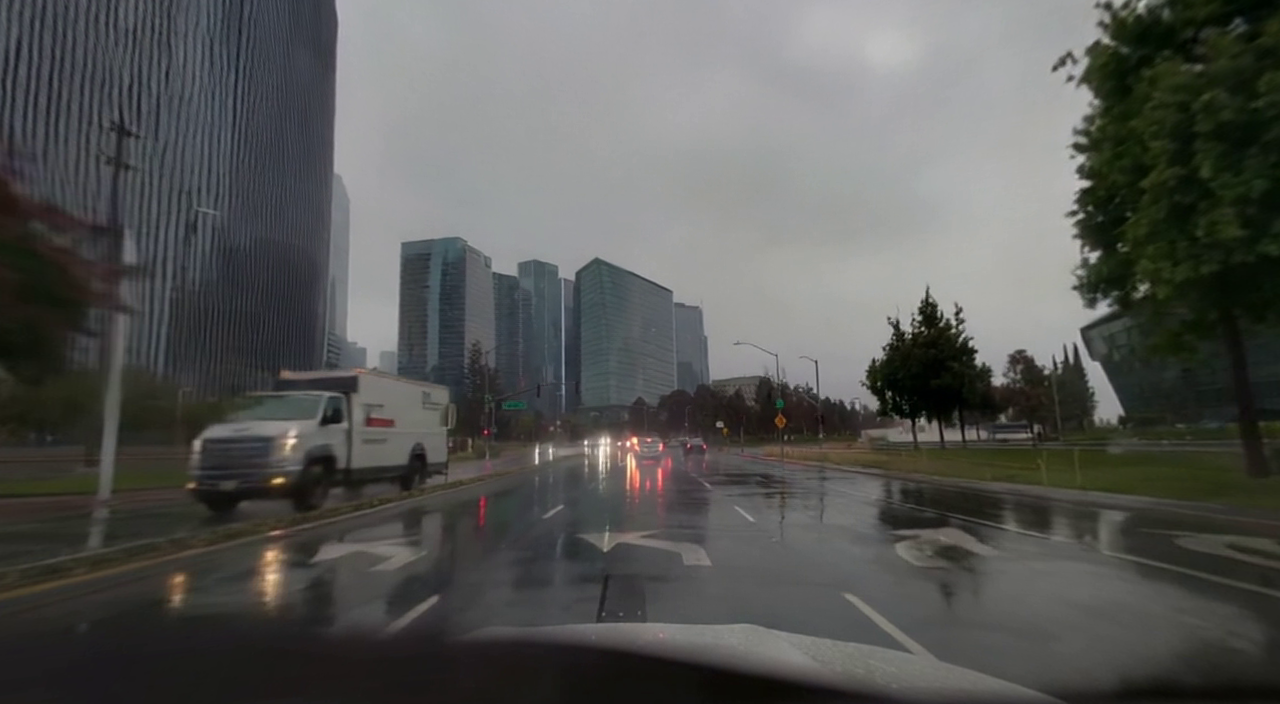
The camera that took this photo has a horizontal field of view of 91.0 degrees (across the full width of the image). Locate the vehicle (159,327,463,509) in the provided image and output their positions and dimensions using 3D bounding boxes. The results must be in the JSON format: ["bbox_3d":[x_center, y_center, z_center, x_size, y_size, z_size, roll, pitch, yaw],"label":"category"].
[{"bbox_3d":[-8.668,2.245,19.271,3.065,3.928,11.252,0,-9,1],"label":"vehicle"}]

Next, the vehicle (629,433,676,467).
[{"bbox_3d":[0.704,5.813,37.530,2.601,1.878,4.535,0,-9,0],"label":"vehicle"}]
